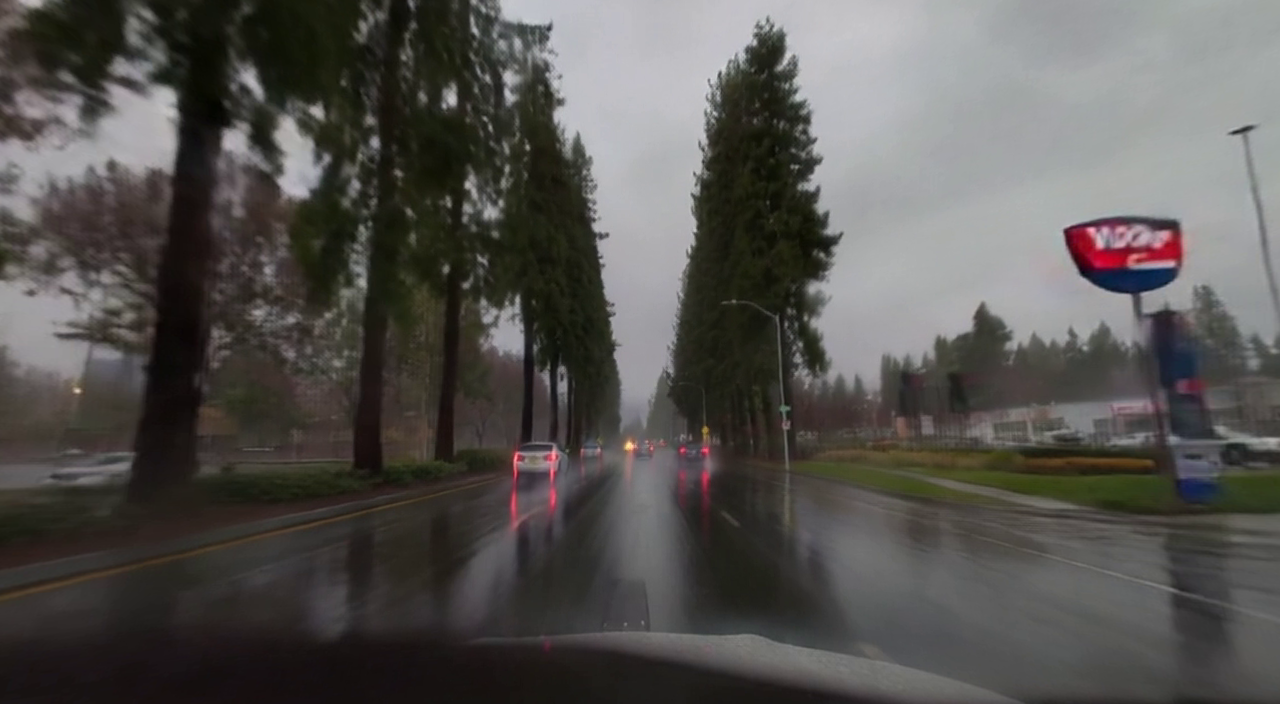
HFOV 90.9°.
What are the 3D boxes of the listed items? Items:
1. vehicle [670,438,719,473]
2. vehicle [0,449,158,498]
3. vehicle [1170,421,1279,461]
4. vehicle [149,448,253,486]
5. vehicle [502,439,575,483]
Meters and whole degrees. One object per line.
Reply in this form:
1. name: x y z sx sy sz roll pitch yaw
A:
1. vehicle: 2.585 5.030 30.731 1.922 1.579 3.642 0 -8 -2
2. vehicle: -22.841 4.910 25.982 2.040 1.757 4.730 0 -8 1
3. vehicle: 26.191 3.894 27.871 1.677 1.591 4.298 -1 -7 -1
4. vehicle: -22.595 5.890 32.688 1.958 1.780 4.479 0 -8 3
5. vehicle: -3.687 4.037 23.669 1.908 1.481 4.536 0 -8 1
